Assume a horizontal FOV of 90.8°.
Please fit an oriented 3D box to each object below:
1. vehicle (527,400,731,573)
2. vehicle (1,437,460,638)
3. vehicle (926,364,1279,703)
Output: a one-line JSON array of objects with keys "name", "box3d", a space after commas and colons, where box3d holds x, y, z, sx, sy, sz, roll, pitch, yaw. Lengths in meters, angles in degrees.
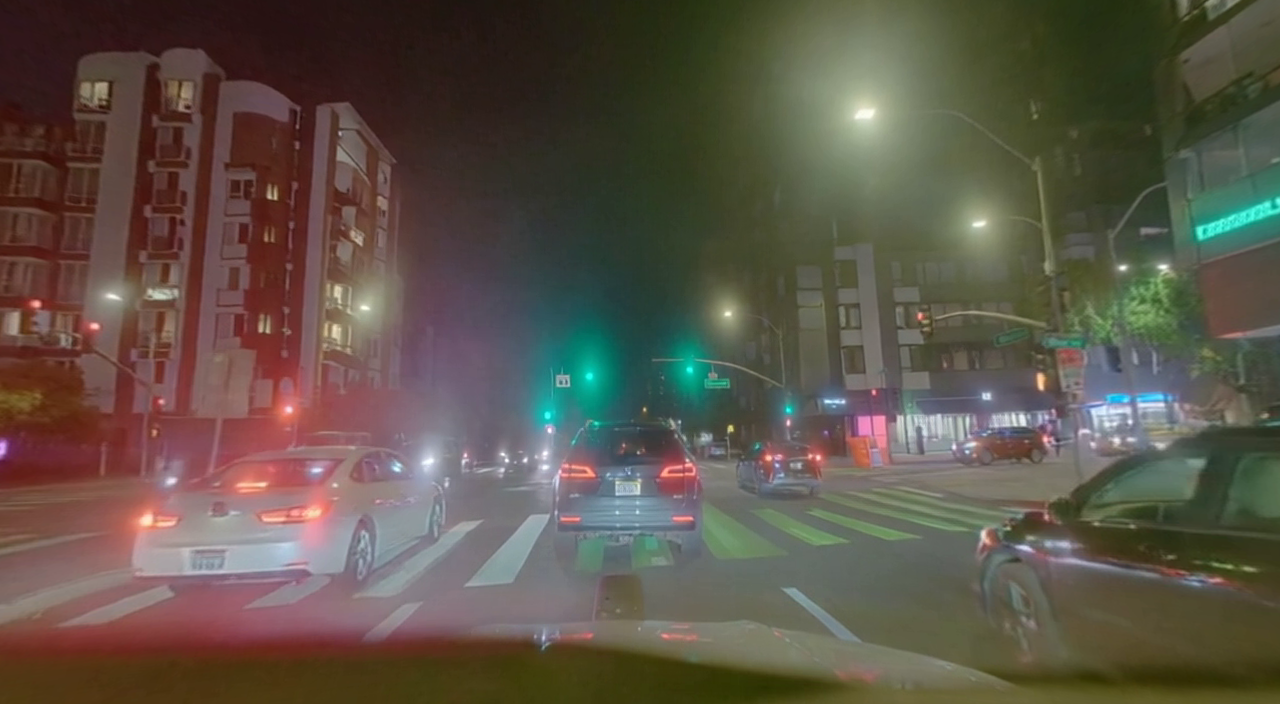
[{"name": "vehicle", "box3d": [-0.139, 1.855, 9.620, 2.206, 1.858, 5.332, 0, -8, 0]}, {"name": "vehicle", "box3d": [-3.769, 1.749, 7.185, 2.055, 1.488, 4.733, 0, -8, 0]}, {"name": "vehicle", "box3d": [3.179, 0.924, 2.700, 1.906, 1.608, 4.137, 0, -8, -1]}]
